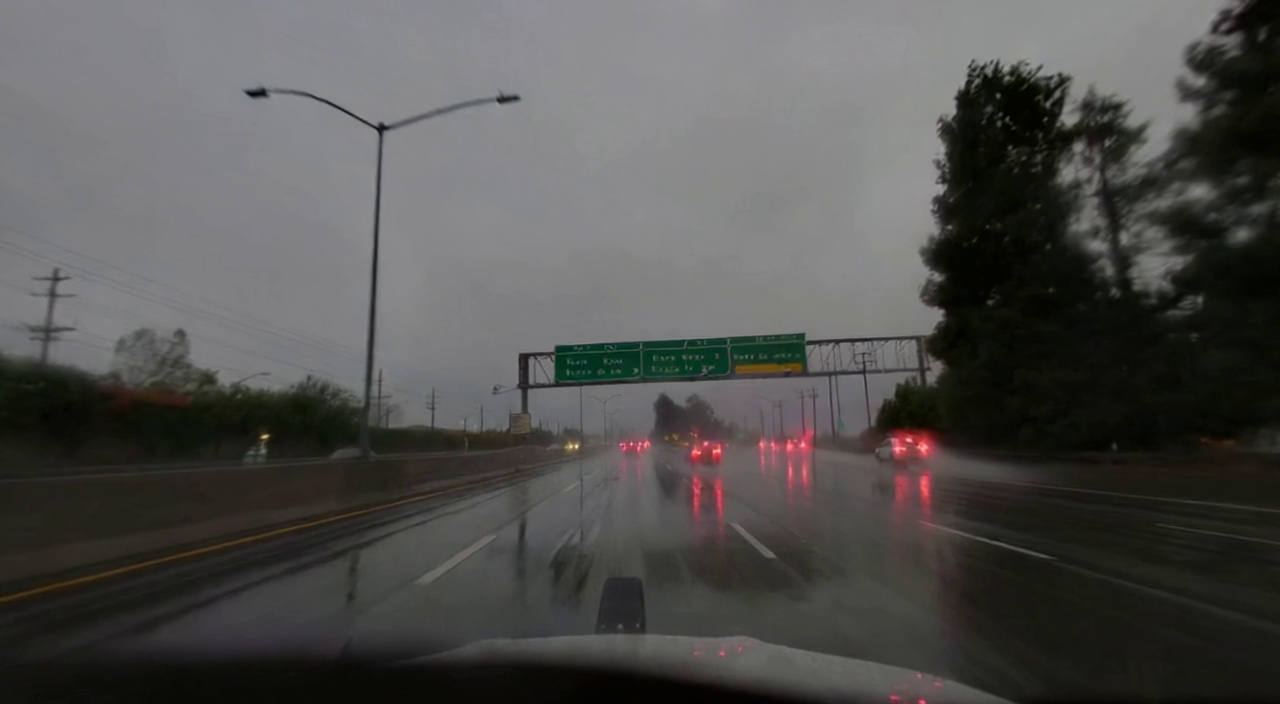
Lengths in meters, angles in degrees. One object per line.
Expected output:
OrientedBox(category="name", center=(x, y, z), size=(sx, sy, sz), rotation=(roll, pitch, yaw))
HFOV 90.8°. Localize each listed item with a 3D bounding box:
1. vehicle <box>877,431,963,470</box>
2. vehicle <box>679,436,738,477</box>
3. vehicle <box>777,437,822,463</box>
OrientedBox(category="vehicle", center=(15.156, 5.359, 34.607), size=(2.190, 1.911, 5.658), rotation=(0, -8, 1))
OrientedBox(category="vehicle", center=(2.939, 4.573, 27.986), size=(1.997, 1.638, 4.281), rotation=(0, -8, -2))
OrientedBox(category="vehicle", center=(11.575, 7.157, 46.292), size=(2.070, 1.782, 5.006), rotation=(0, -8, 1))
